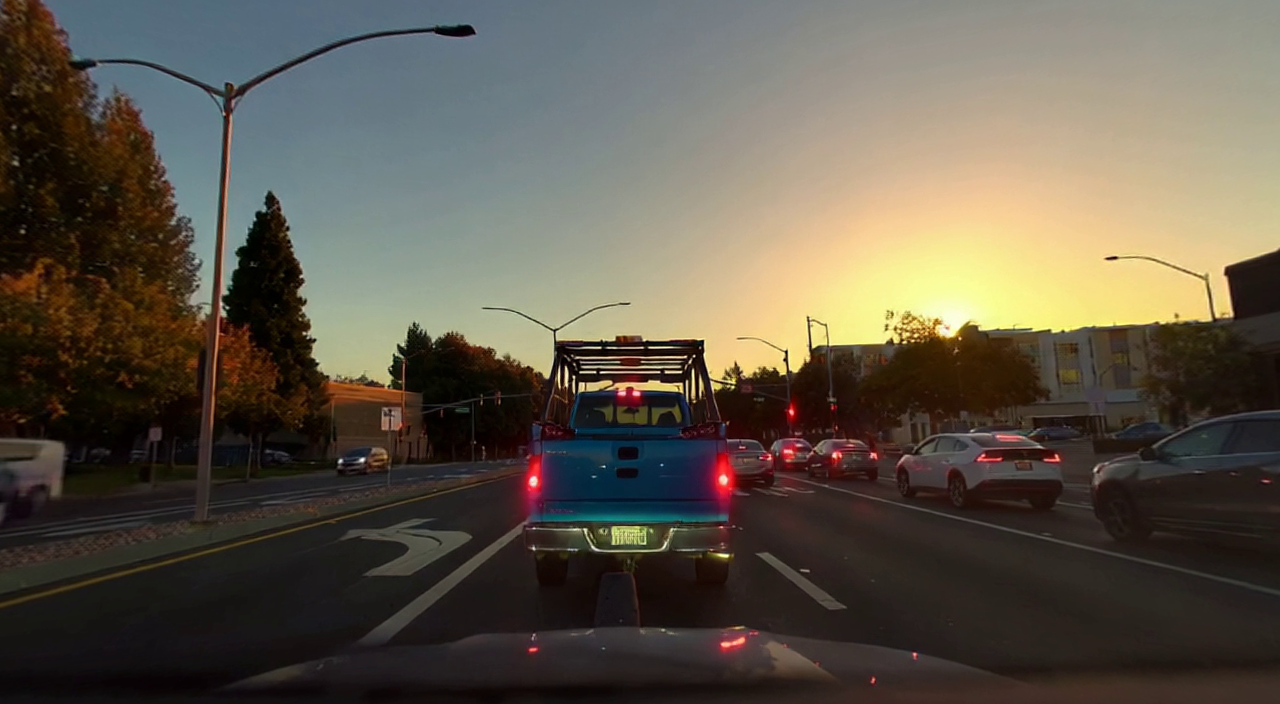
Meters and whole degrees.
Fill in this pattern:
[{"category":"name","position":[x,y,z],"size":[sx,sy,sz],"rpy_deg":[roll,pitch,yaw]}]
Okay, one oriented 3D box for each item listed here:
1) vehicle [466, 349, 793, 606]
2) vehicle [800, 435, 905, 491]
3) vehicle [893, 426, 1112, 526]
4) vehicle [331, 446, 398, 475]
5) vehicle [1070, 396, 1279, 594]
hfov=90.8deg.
[{"category":"vehicle","position":[-0.137,1.449,8.156],"size":[2.682,2.117,5.706],"rpy_deg":[0,-9,-1]},{"category":"vehicle","position":[7.065,3.734,21.585],"size":[1.953,1.665,4.327],"rpy_deg":[0,-9,-2]},{"category":"vehicle","position":[7.065,2.440,12.968],"size":[1.931,1.692,4.267],"rpy_deg":[0,-9,0]},{"category":"vehicle","position":[-19.540,7.691,45.134],"size":[2.205,1.916,5.771],"rpy_deg":[0,-9,-1]},{"category":"vehicle","position":[6.815,1.361,6.158],"size":[2.023,1.771,4.488],"rpy_deg":[0,-9,0]}]
